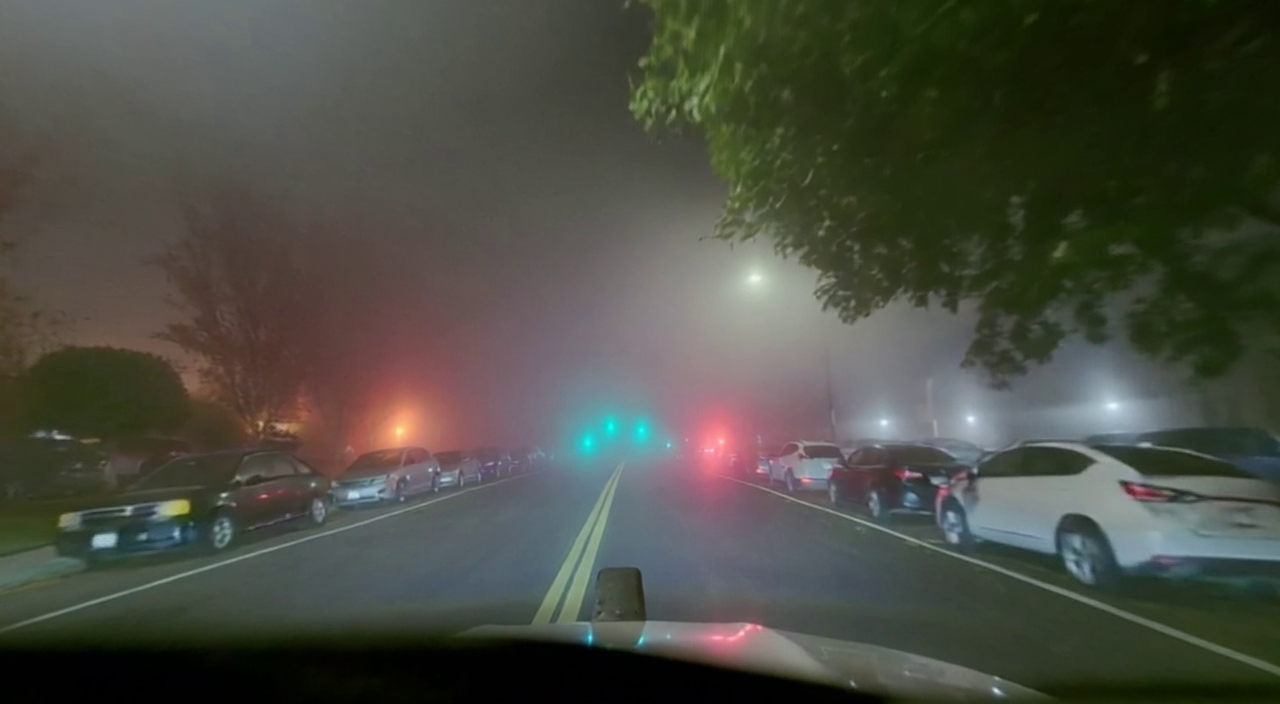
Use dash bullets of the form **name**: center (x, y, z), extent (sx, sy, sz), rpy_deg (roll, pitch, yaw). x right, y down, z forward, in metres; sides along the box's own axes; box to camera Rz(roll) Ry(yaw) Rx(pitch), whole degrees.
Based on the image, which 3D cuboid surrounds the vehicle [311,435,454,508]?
- **vehicle**: center (-6.693, 3.144, 17.116), extent (1.947, 1.665, 4.716), rpy_deg (0, -9, -1)

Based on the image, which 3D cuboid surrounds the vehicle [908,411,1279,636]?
- **vehicle**: center (4.789, 1.492, 6.600), extent (1.861, 1.490, 4.619), rpy_deg (0, -8, -1)

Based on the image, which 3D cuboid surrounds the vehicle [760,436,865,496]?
- **vehicle**: center (4.671, 3.129, 17.743), extent (1.729, 1.479, 4.101), rpy_deg (0, -8, -1)

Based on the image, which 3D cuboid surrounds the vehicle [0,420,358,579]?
- **vehicle**: center (-6.668, 2.127, 10.013), extent (2.033, 1.759, 5.372), rpy_deg (-1, -9, -1)
